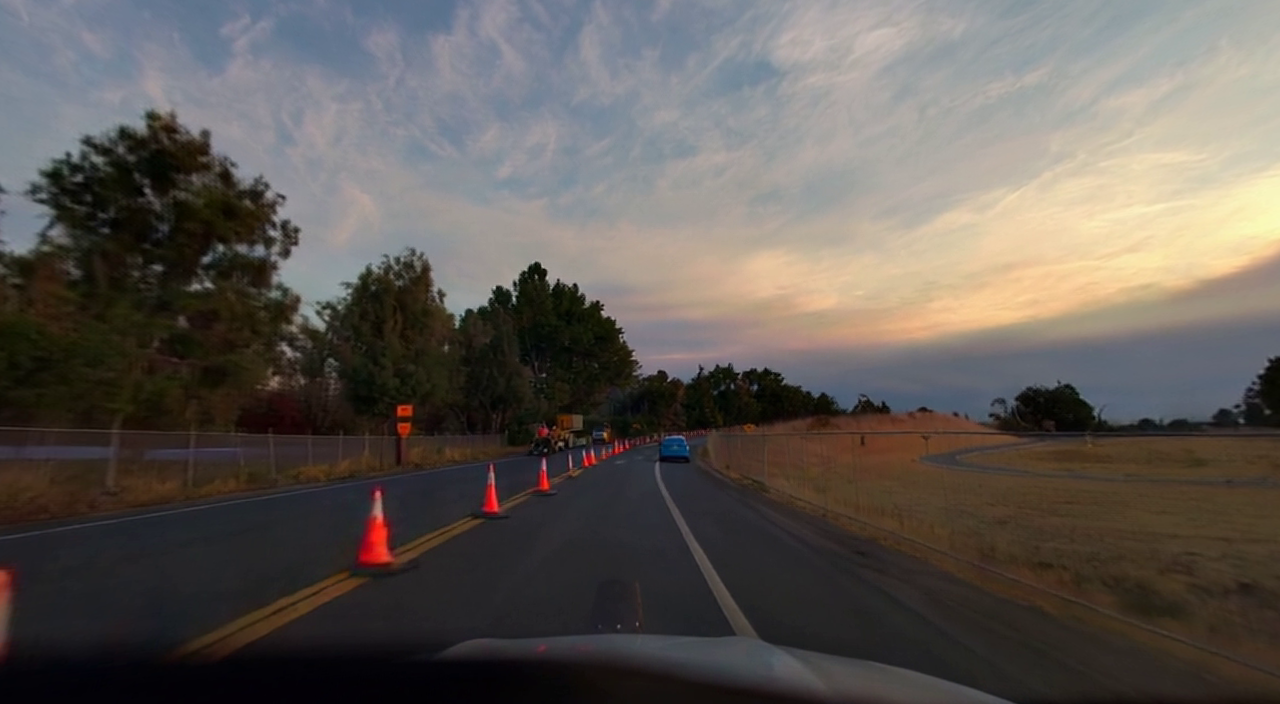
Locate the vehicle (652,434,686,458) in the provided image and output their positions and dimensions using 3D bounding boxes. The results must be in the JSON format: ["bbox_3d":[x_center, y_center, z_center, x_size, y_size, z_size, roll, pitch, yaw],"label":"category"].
[{"bbox_3d":[1.950,6.259,42.142,2.172,1.486,3.581,0,-9,2],"label":"vehicle"}]
